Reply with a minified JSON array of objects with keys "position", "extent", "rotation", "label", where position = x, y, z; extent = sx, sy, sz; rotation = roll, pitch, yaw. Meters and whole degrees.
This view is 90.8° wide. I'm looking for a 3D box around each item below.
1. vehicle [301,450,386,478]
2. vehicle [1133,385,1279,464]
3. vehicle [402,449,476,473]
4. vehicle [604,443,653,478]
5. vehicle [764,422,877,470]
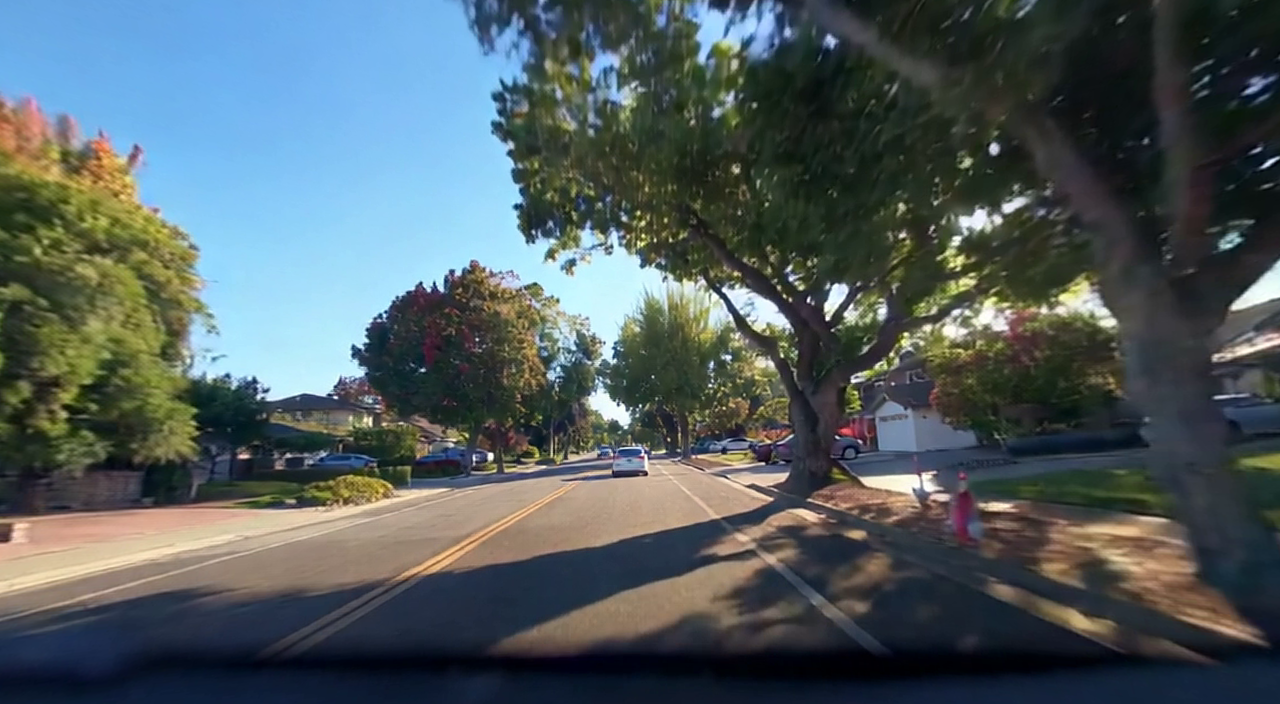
[{"position":[-17.121,6.434,36.492],"extent":[4.608,1.481,1.890],"rotation":[-4,-10,26],"label":"vehicle"},{"position":[17.038,1.877,17.262],"extent":[5.269,1.813,2.063],"rotation":[-5,-9,-1],"label":"vehicle"},{"position":[-14.837,8.063,46.830],"extent":[4.608,1.743,2.222],"rotation":[-1,-9,7],"label":"vehicle"},{"position":[-0.475,4.985,29.315],"extent":[2.098,1.483,4.099],"rotation":[0,-9,0],"label":"vehicle"},{"position":[8.283,4.371,29.352],"extent":[4.513,1.617,1.998],"rotation":[-7,-9,-1],"label":"vehicle"}]
